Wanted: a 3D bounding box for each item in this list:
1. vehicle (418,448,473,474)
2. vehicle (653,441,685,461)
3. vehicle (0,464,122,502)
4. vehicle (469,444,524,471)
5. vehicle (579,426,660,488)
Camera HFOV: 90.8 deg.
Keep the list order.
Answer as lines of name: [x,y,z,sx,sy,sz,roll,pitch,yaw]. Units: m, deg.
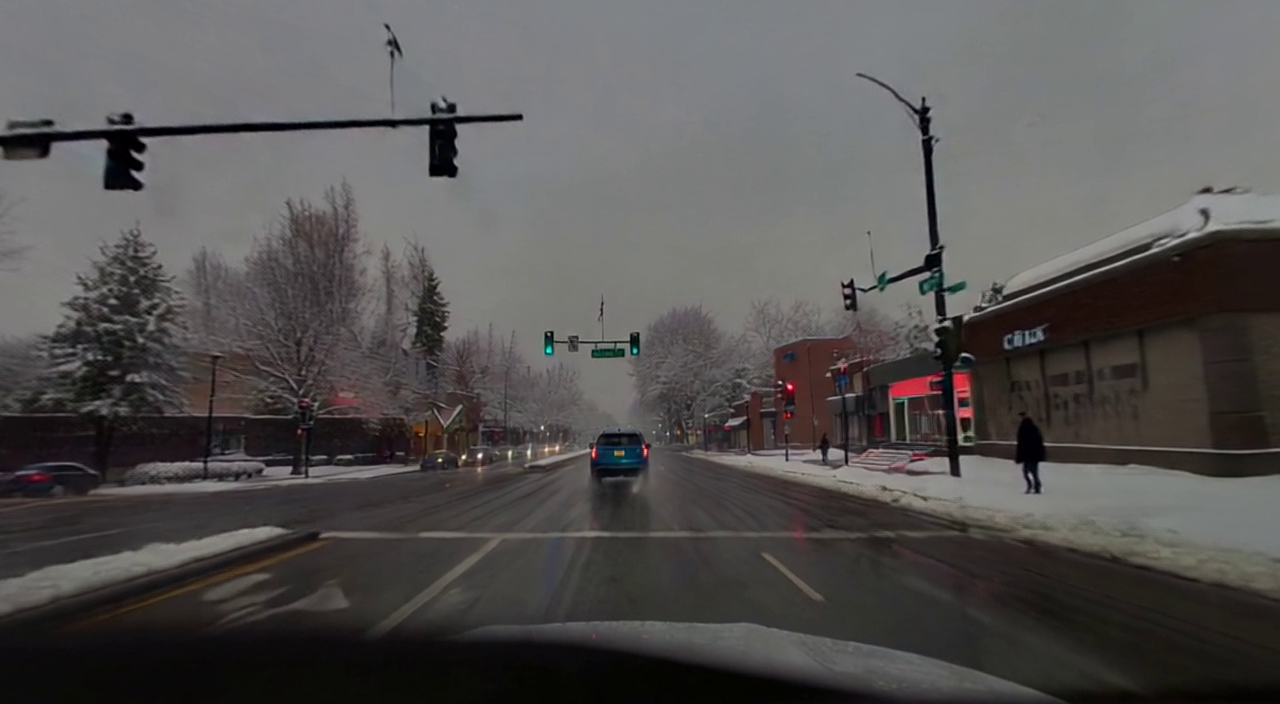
vehicle: [-11.891,6.685,38.955,1.972,1.475,4.381,0,-8,0]
vehicle: [2.267,7.782,49.776,2.209,1.478,4.138,0,-8,-2]
vehicle: [-26.124,5.823,28.188,4.317,1.524,1.809,0,-8,-1]
vehicle: [-8.425,6.233,37.518,2.152,1.468,4.737,0,-8,0]
vehicle: [-0.615,3.423,20.823,2.382,1.796,4.610,0,-8,0]
